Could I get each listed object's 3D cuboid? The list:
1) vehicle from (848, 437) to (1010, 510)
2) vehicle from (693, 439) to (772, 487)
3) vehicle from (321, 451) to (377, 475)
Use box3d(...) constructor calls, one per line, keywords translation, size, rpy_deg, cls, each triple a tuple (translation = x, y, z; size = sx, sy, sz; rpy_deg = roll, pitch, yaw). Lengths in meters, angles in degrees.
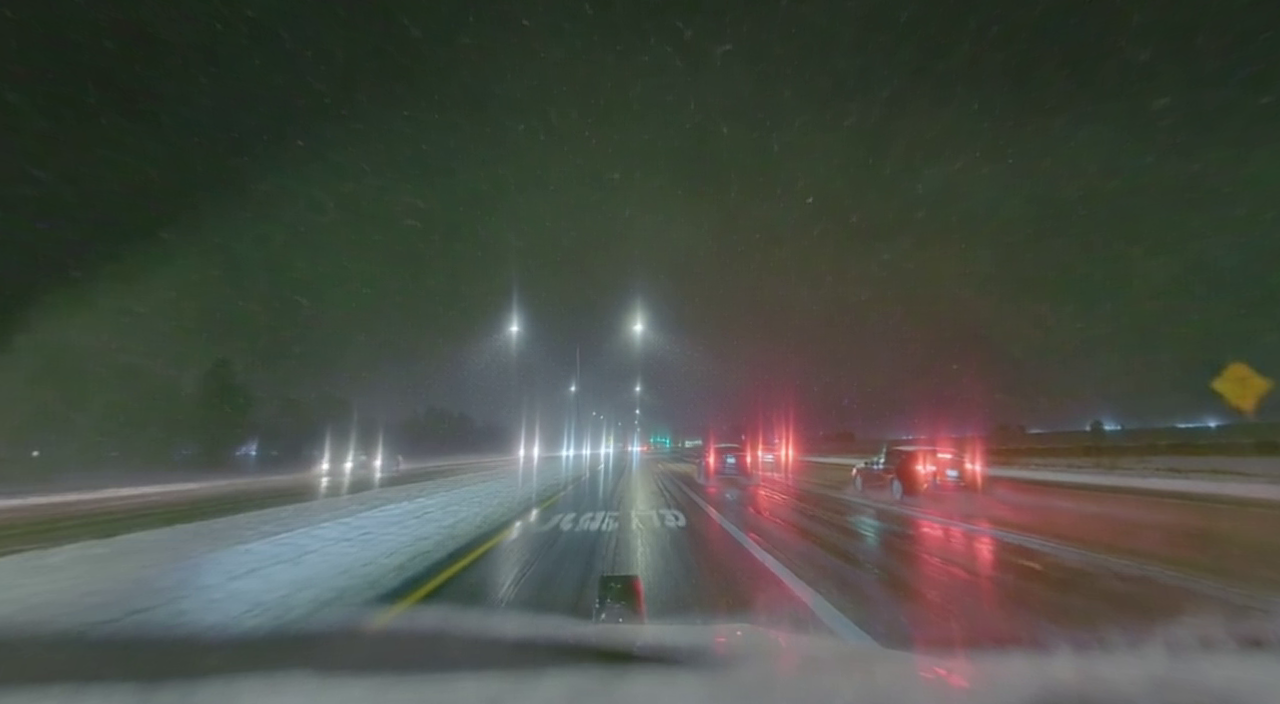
box3d(translation=(6.814, 2.894, 15.467), size=(2.038, 1.528, 3.910), rpy_deg=(0, -9, -1), cls="vehicle")
box3d(translation=(3.196, 3.944, 22.740), size=(2.056, 1.553, 4.320), rpy_deg=(0, -9, -1), cls="vehicle")
box3d(translation=(-18.101, 6.904, 39.451), size=(1.786, 1.293, 3.624), rpy_deg=(1, -8, -1), cls="vehicle")
